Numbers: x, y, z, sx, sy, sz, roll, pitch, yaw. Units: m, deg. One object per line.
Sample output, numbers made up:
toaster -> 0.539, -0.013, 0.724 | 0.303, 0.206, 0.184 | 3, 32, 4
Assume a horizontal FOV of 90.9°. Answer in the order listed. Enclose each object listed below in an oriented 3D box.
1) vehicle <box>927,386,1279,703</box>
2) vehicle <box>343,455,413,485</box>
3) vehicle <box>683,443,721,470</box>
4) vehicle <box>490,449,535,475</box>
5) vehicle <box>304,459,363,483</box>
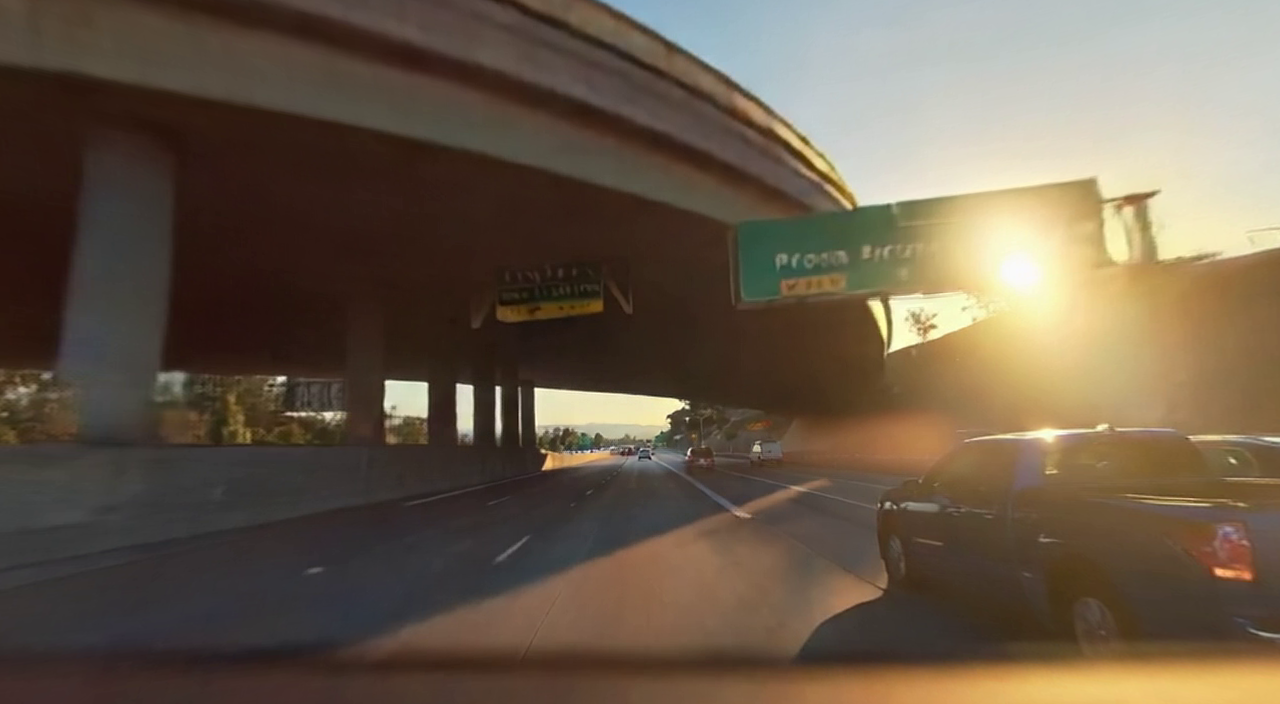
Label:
vehicle -> 3.287, 0.904, 2.391 | 2.119, 1.524, 4.807 | -1, -8, 0
vehicle -> -14.773, 6.648, 35.839 | 1.933, 1.452, 4.676 | -1, -8, 1
vehicle -> 3.954, 6.728, 40.868 | 2.014, 1.643, 4.039 | 0, -8, -1
vehicle -> -7.954, 6.876, 39.746 | 1.920, 1.491, 4.155 | -1, -8, 0
vehicle -> -21.919, 8.478, 45.312 | 1.801, 1.487, 4.731 | -1, -8, 1
